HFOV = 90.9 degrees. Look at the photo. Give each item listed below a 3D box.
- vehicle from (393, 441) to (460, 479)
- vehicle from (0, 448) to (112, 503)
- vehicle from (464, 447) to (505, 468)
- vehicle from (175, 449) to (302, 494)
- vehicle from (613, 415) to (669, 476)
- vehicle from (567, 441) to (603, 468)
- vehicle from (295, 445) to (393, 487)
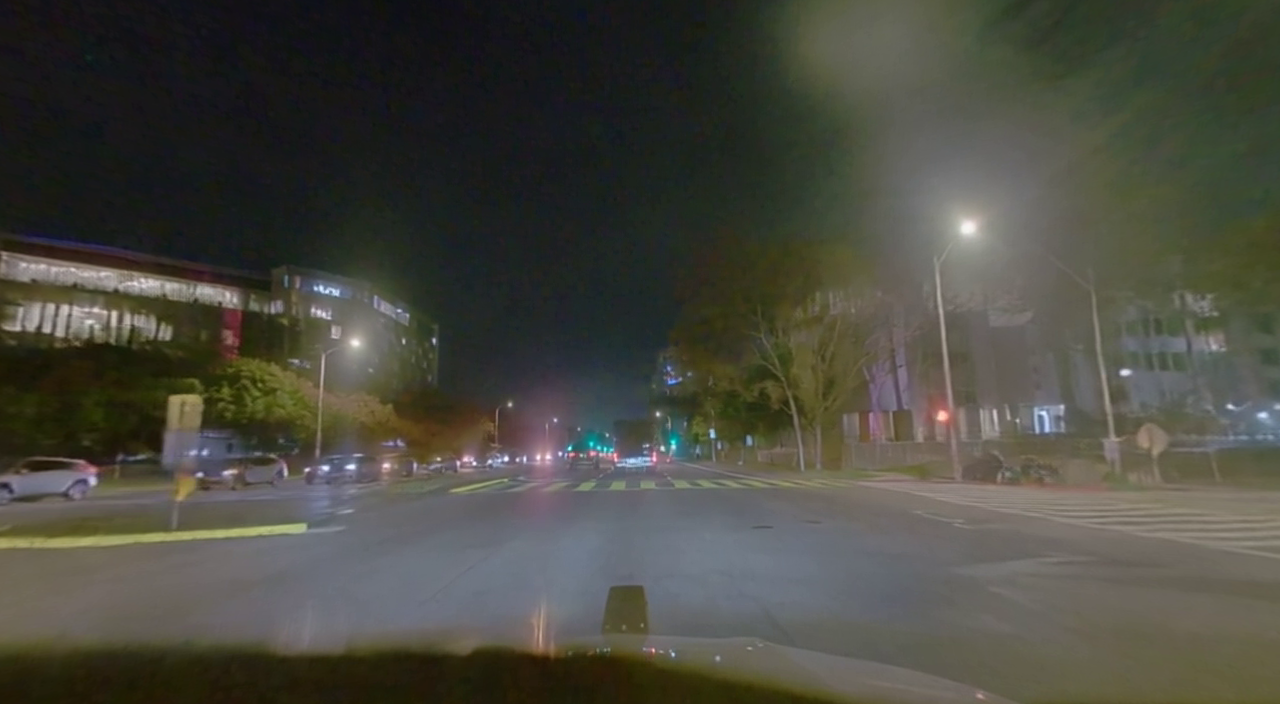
[{"bbox_3d":[-12.433,6.265,37.046,2.068,1.747,5.040,-4,-6,1],"label":"vehicle"},{"bbox_3d":[-22.408,4.400,22.823,2.017,1.785,5.092,0,-8,2],"label":"vehicle"},{"bbox_3d":[-11.945,8.108,48.629,1.935,1.467,4.451,0,-8,2],"label":"vehicle"},{"bbox_3d":[-16.293,4.850,25.973,2.022,1.442,4.853,-4,-8,1],"label":"vehicle"},{"bbox_3d":[-0.117,5.503,37.463,2.843,3.120,10.422,0,-8,-2],"label":"vehicle"},{"bbox_3d":[-3.927,7.414,45.751,2.184,1.830,4.890,0,-8,0],"label":"vehicle"},{"bbox_3d":[-12.937,4.965,27.938,1.960,1.627,4.784,0,-8,1],"label":"vehicle"}]
